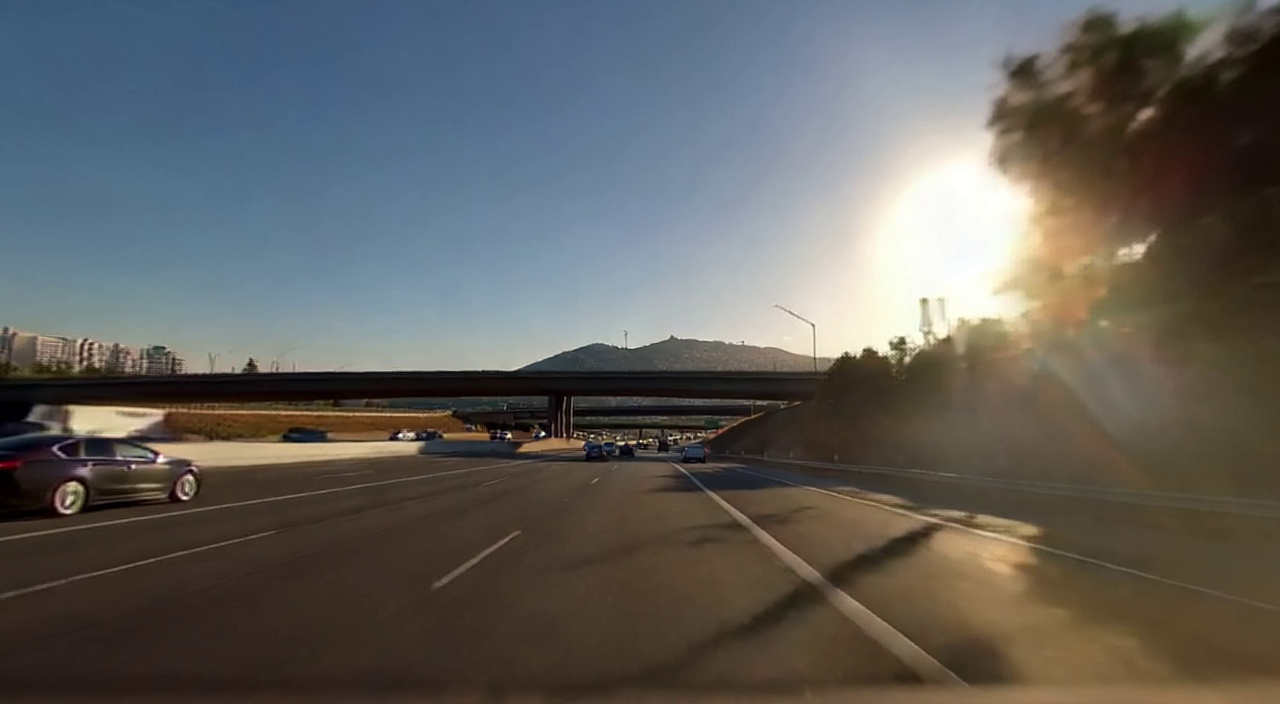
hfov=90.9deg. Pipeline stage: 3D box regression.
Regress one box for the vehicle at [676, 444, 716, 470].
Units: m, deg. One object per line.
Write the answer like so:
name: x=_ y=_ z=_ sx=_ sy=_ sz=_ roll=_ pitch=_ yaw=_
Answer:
vehicle: x=3.413 y=6.526 z=39.410 sx=2.059 sy=1.509 sz=4.670 roll=0 pitch=-8 yaw=0

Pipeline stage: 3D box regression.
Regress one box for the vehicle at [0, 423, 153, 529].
vehicle: x=-11.237 y=2.104 z=10.891 sx=1.995 sy=1.682 sz=4.516 roll=0 pitch=-8 yaw=1

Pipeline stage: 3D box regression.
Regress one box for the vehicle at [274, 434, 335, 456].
vehicle: x=-24.199 y=6.733 z=45.632 sx=1.922 sy=1.544 sz=4.340 roll=0 pitch=-8 yaw=1
